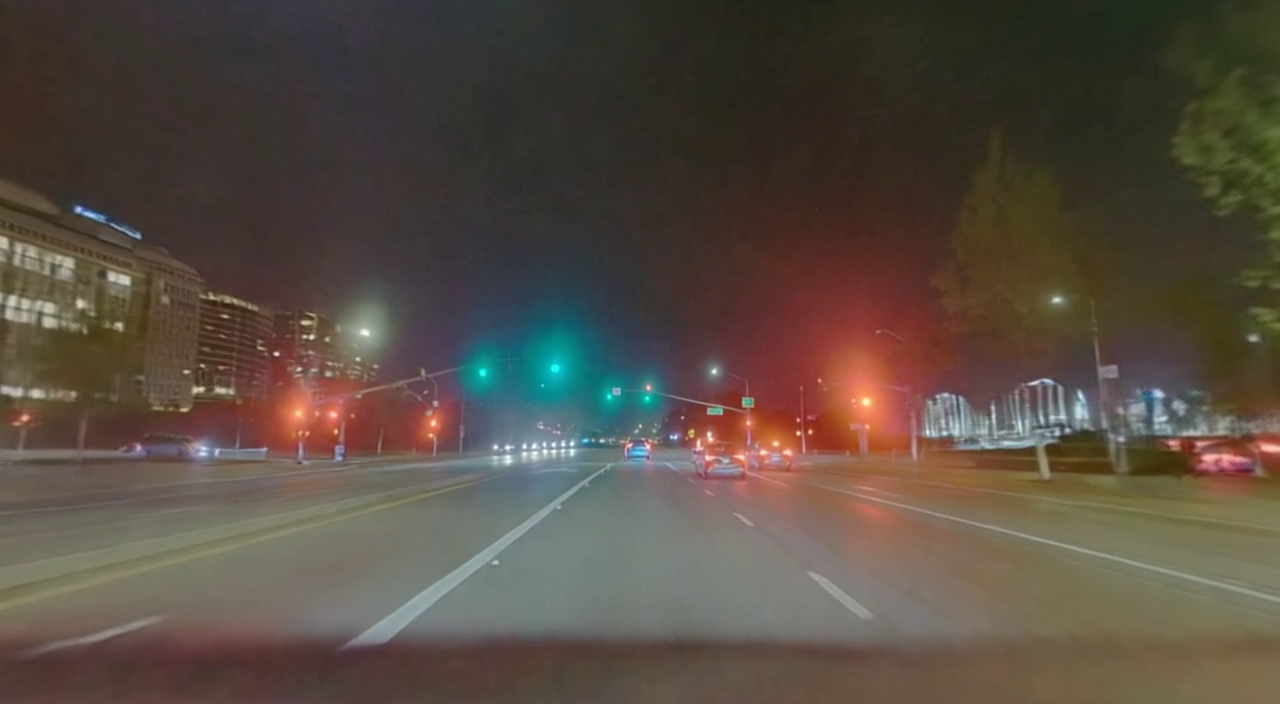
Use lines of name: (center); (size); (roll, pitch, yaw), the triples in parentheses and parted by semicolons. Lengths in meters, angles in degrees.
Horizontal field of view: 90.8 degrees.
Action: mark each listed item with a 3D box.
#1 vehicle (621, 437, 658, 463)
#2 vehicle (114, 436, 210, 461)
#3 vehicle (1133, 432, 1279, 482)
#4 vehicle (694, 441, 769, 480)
vehicle: (-0.030, 6.046, 39.030); (2.143, 1.480, 4.006); (0, -8, 0)
vehicle: (-30.001, 6.091, 39.698); (4.469, 1.501, 1.990); (-1, -9, 4)
vehicle: (23.732, 4.149, 25.004); (6.313, 1.772, 2.263); (-10, -10, 43)
vehicle: (3.328, 4.047, 23.909); (2.080, 1.321, 4.382); (0, -8, -2)
